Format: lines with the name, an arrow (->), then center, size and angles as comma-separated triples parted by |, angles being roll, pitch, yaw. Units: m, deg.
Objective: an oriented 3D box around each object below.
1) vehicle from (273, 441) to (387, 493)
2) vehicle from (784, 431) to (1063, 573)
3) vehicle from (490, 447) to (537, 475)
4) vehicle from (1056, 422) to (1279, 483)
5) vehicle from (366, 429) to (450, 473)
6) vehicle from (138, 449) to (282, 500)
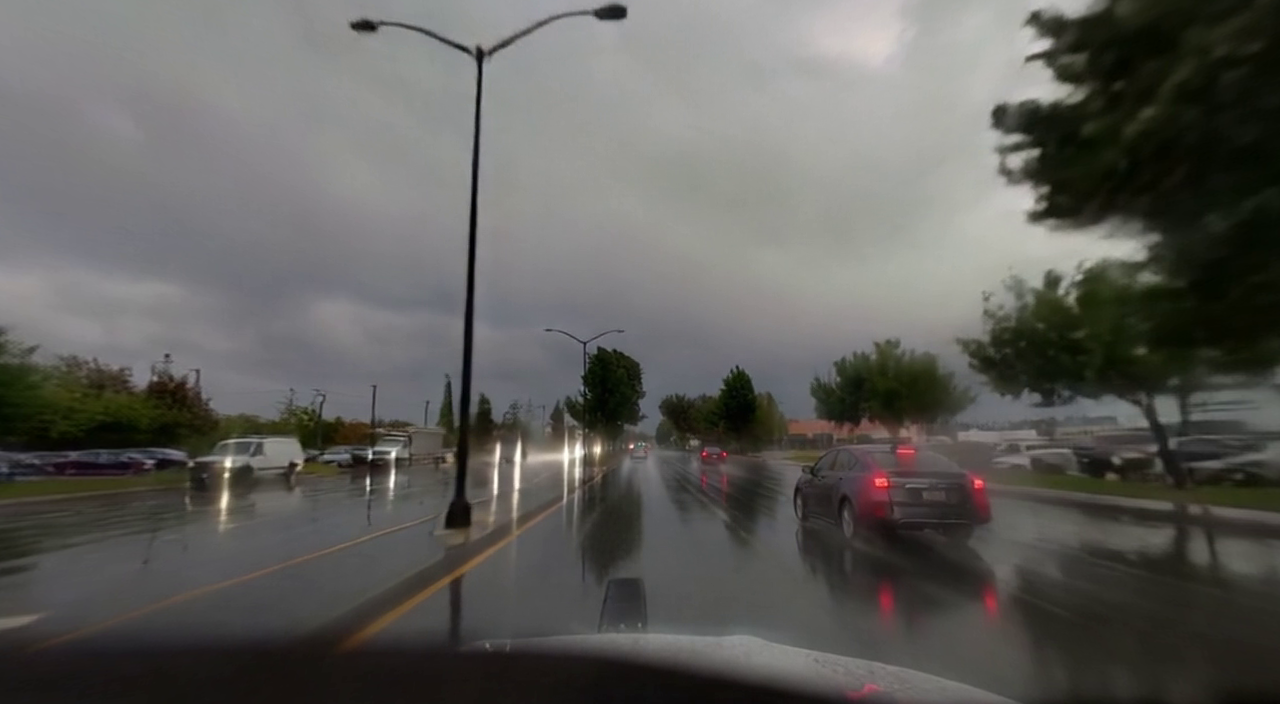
vehicle -> -11.926, 4.435, 24.582 | 2.145, 1.807, 4.486 | 0, -9, 0
vehicle -> 3.559, 1.949, 8.999 | 1.935, 1.501, 4.384 | 0, -9, 0
vehicle -> -7.126, 6.169, 35.797 | 1.923, 1.471, 4.646 | 0, -9, -3
vehicle -> 17.541, 3.347, 20.965 | 5.497, 1.794, 2.333 | -1, -8, 1
vehicle -> -18.089, 7.845, 49.763 | 3.043, 2.916, 9.736 | -4, -9, -1
vehicle -> -15.365, 4.360, 22.801 | 1.936, 1.612, 4.585 | 0, -9, 0
